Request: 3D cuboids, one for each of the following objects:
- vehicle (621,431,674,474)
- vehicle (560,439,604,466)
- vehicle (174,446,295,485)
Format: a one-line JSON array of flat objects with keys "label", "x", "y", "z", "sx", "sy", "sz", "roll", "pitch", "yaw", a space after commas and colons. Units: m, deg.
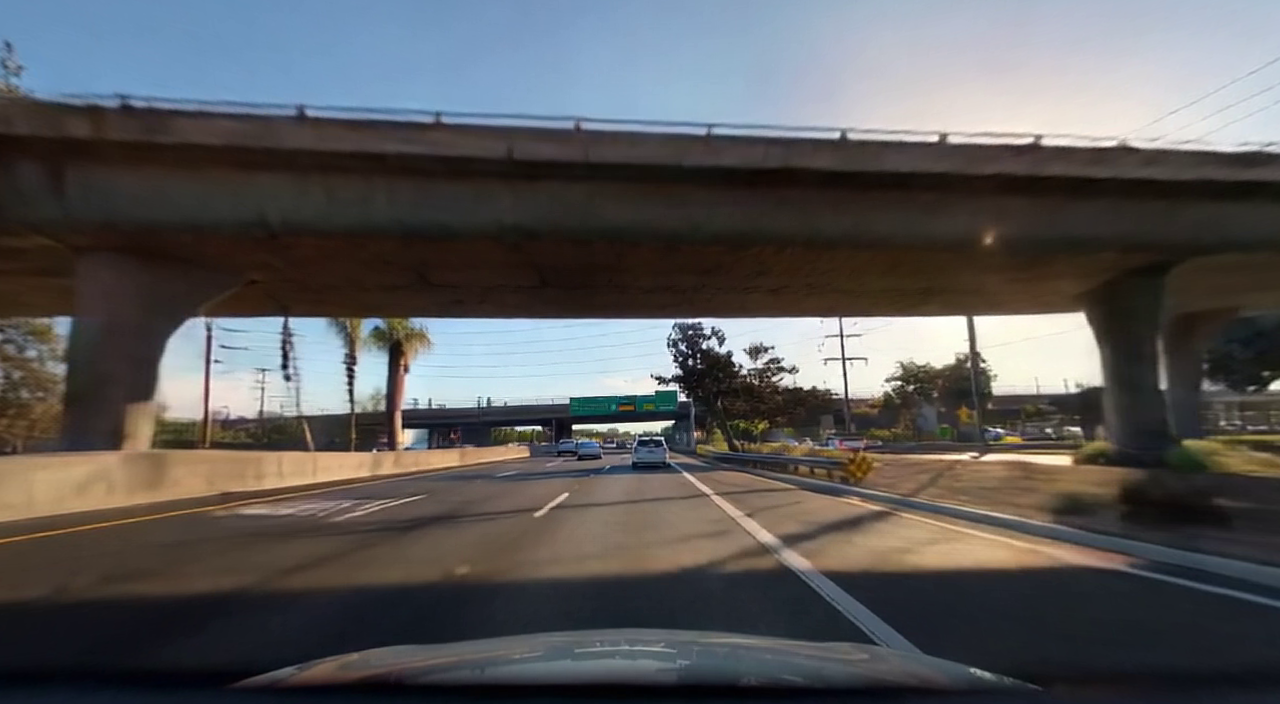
[{"label": "vehicle", "x": 0.291, "y": 4.330, "z": 27.375, "sx": 2.152, "sy": 1.697, "sz": 4.066, "roll": 0, "pitch": -8, "yaw": 0}, {"label": "vehicle", "x": -3.374, "y": 5.941, "z": 37.516, "sx": 2.056, "sy": 1.464, "sz": 4.564, "roll": 0, "pitch": -8, "yaw": 1}, {"label": "vehicle", "x": -17.299, "y": 4.826, "z": 27.253, "sx": 1.980, "sy": 1.481, "sz": 4.763, "roll": 0, "pitch": -8, "yaw": 1}]
